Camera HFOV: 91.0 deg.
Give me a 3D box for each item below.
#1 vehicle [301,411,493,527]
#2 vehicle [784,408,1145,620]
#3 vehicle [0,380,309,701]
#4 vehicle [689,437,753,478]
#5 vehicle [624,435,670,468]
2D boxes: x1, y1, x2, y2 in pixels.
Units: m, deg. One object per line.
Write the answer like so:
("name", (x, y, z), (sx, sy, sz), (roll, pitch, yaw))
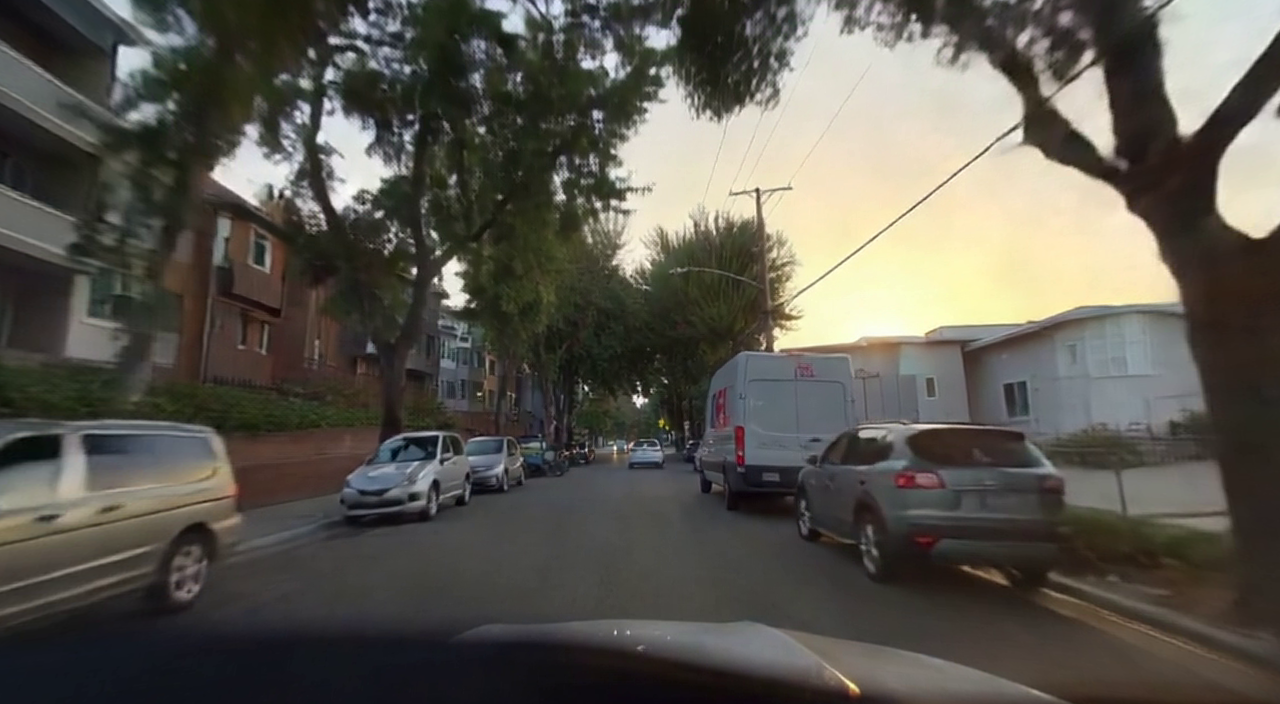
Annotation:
("vehicle", (-4.597, 2.167, 12.754), (2.022, 1.721, 4.355), (1, -3, 2))
("vehicle", (3.037, 1.567, 7.096), (1.901, 1.649, 4.118), (0, -8, 1))
("vehicle", (-4.279, 1.032, 4.179), (1.951, 1.662, 4.046), (1, -4, 0))
("vehicle", (3.219, 4.267, 25.852), (2.086, 1.498, 4.280), (0, -8, 0))
("vehicle", (0.370, 4.809, 30.652), (2.095, 1.510, 3.605), (0, -8, 1))
